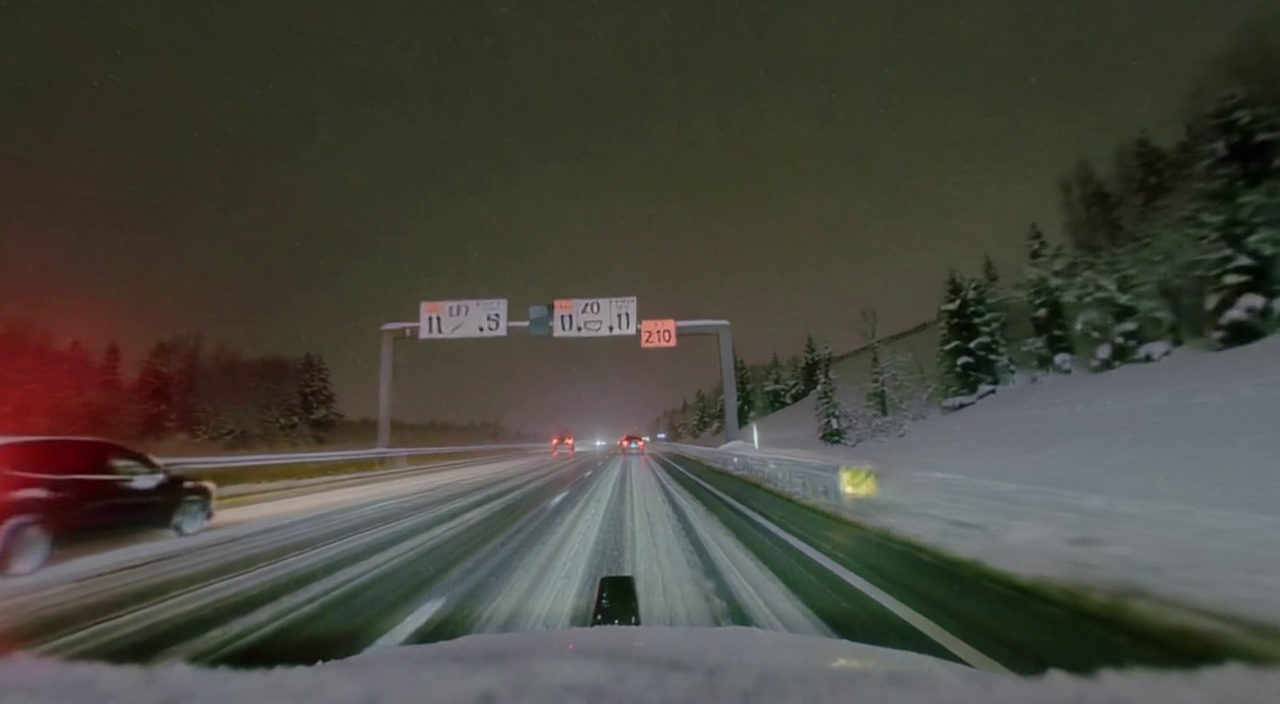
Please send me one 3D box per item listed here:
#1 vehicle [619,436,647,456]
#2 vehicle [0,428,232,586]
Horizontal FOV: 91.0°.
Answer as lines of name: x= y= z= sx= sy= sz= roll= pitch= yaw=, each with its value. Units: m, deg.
vehicle: x=-0.571 y=7.195 z=48.088 sx=2.072 sy=1.440 sz=3.690 roll=0 pitch=-8 yaw=-1
vehicle: x=-7.138 y=1.646 z=7.112 sx=1.939 sy=1.504 sz=4.727 roll=-1 pitch=-8 yaw=-1
